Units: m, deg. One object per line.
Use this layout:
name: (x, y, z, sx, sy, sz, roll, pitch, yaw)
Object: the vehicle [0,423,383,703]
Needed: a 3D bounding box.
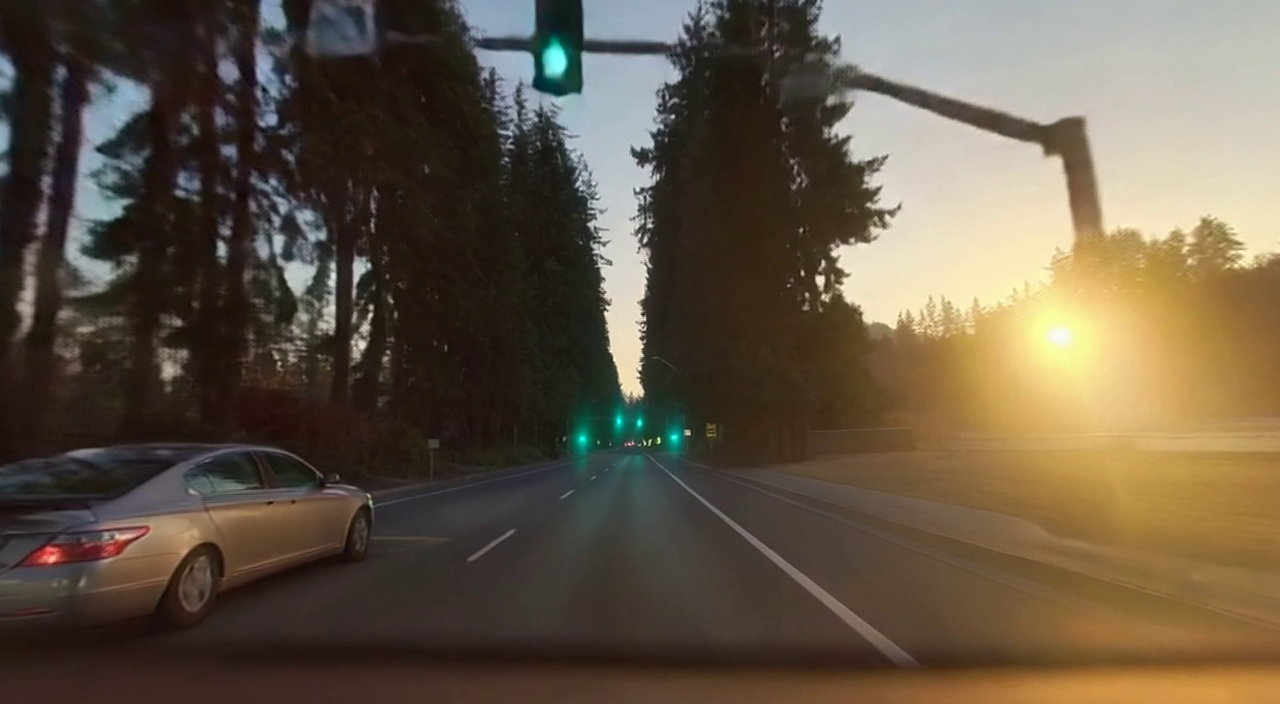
vehicle: (-4.009, 1.380, 5.267, 1.946, 1.437, 4.154, 0, -8, 0)
